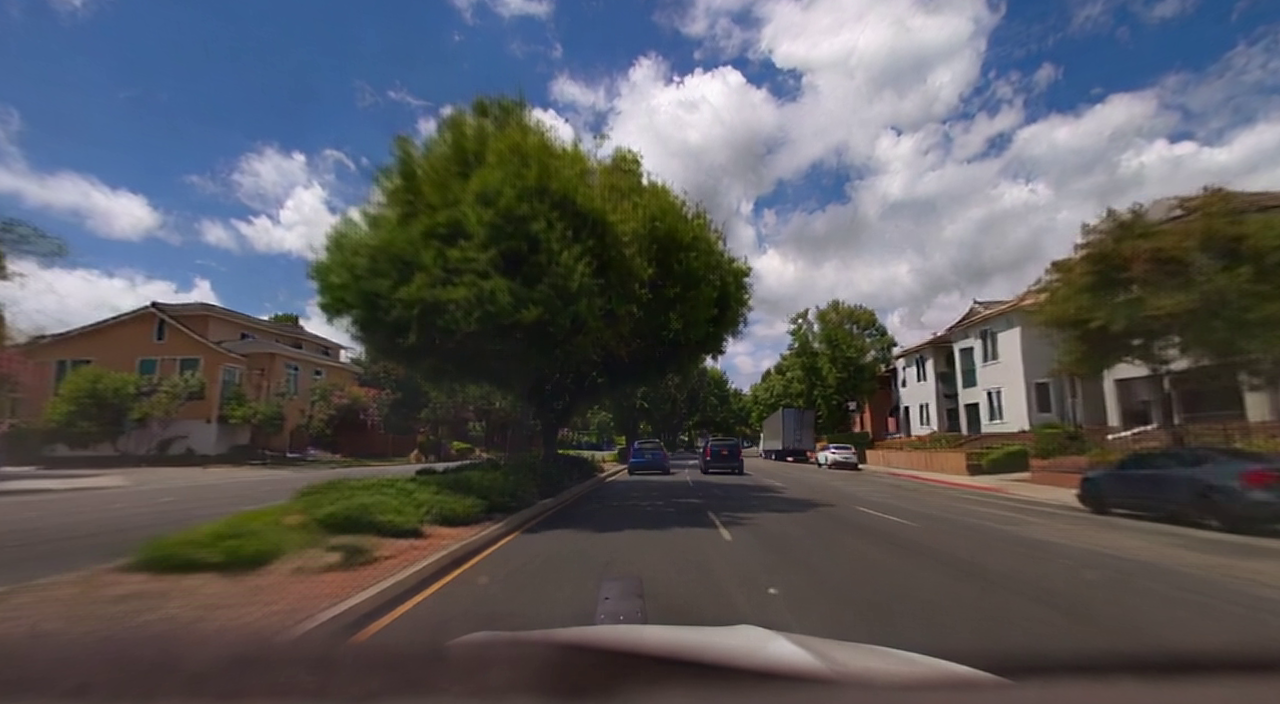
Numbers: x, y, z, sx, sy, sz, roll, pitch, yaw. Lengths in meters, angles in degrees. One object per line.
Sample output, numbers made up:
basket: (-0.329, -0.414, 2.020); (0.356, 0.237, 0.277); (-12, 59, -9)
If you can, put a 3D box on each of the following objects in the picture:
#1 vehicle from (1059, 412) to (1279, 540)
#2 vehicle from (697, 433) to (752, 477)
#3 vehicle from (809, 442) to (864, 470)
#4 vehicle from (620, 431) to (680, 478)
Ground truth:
vehicle: (10.234, 2.167, 11.615); (1.938, 1.860, 4.690); (0, -9, 2)
vehicle: (3.747, 4.677, 28.897); (2.033, 1.823, 4.409); (0, -9, 2)
vehicle: (11.313, 6.039, 36.739); (1.901, 1.496, 4.948); (0, -9, 4)
vehicle: (0.506, 4.412, 27.365); (2.345, 1.841, 5.032); (0, -9, 3)
